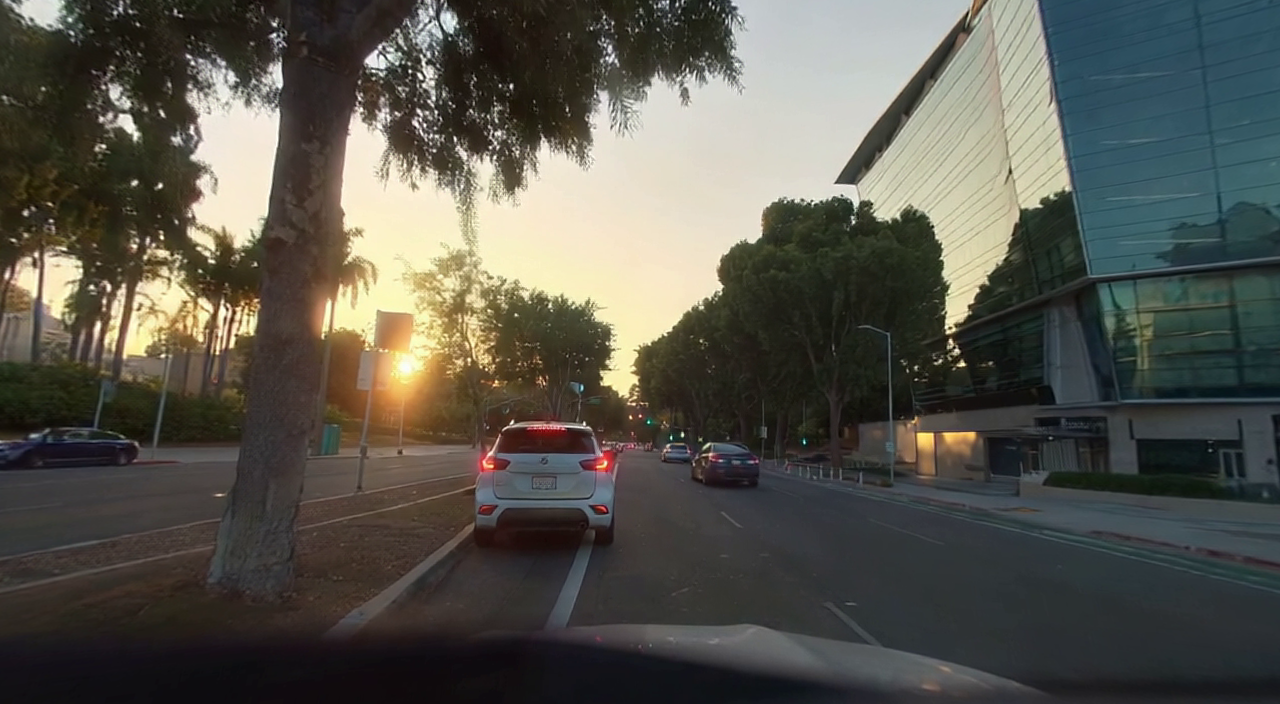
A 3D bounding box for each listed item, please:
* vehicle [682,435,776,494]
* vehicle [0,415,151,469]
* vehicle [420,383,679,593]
[{"bbox_3d":[3.019,3.938,22.426,2.301,1.716,4.856,4,-9,-4],"label":"vehicle"},{"bbox_3d":[-18.844,2.954,20.440,1.911,1.542,4.748,0,-8,1],"label":"vehicle"},{"bbox_3d":[-1.140,1.557,8.104,2.275,1.819,4.883,1,-9,-9],"label":"vehicle"}]
